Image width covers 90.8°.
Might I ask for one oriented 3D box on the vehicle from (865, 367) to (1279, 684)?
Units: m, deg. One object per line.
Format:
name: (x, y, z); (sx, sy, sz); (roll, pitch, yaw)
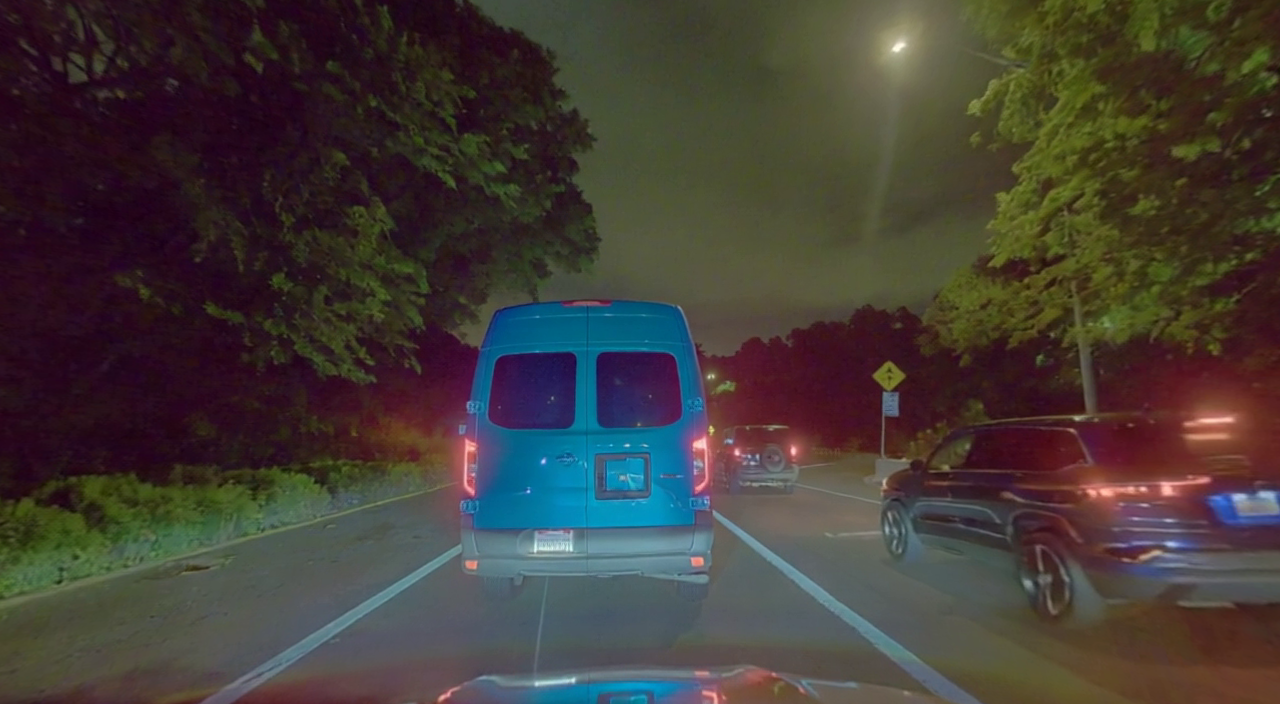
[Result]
vehicle: (4.051, 1.277, 5.831); (2.024, 1.692, 4.696); (0, -9, -2)

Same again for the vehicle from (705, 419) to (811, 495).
vehicle: (3.170, 2.935, 17.852); (1.988, 1.873, 3.968); (1, -9, -3)

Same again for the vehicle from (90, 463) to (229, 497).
vehicle: (-22.419, 5.979, 29.658); (4.726, 1.456, 1.873); (2, -9, -11)

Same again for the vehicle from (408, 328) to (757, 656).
vehicle: (-0.361, 1.172, 6.161); (2.145, 2.046, 4.309); (0, -9, 0)
